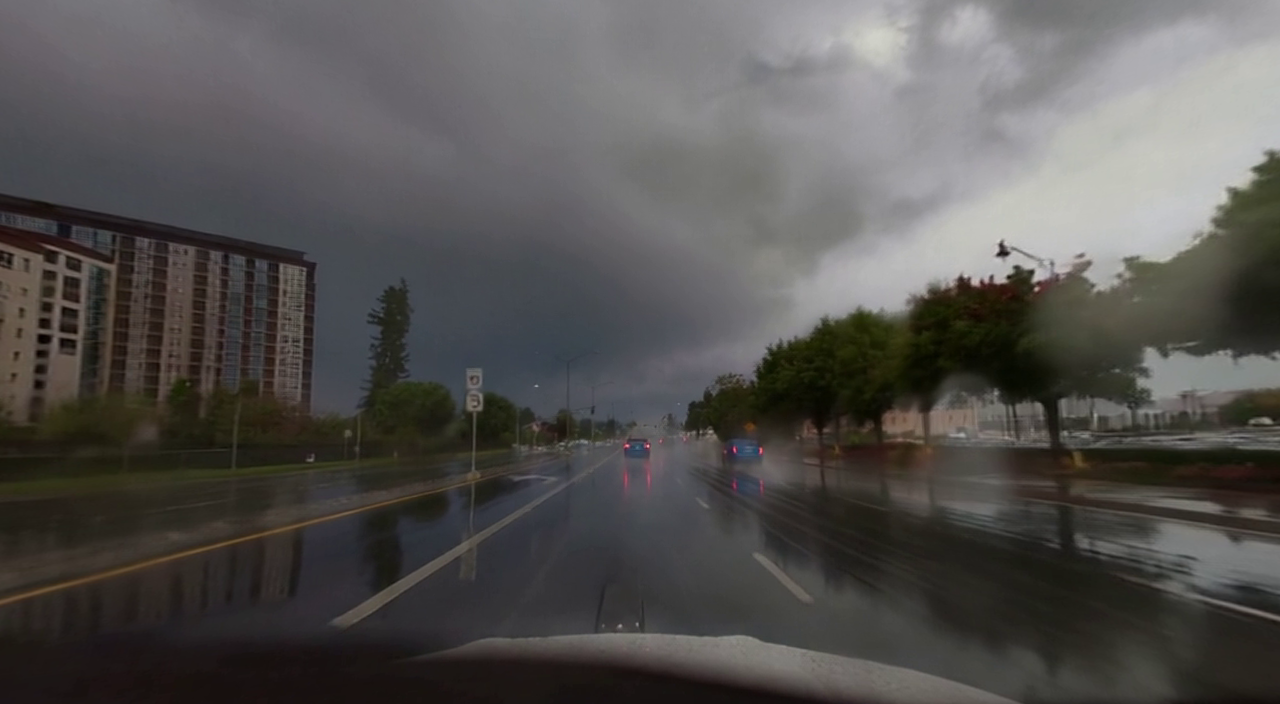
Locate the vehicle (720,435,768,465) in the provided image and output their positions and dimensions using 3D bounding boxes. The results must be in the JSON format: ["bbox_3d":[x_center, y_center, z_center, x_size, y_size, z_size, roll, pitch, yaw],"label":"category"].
[{"bbox_3d":[6.633,6.300,40.697,2.136,1.799,4.796,0,-9,-2],"label":"vehicle"}]

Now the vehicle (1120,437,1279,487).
[{"bbox_3d":[19.144,3.625,20.898,4.644,1.552,1.980,0,-9,4],"label":"vehicle"}]

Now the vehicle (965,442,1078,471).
[{"bbox_3d":[19.863,5.438,32.896,4.653,1.438,1.939,0,-9,-2],"label":"vehicle"}]
